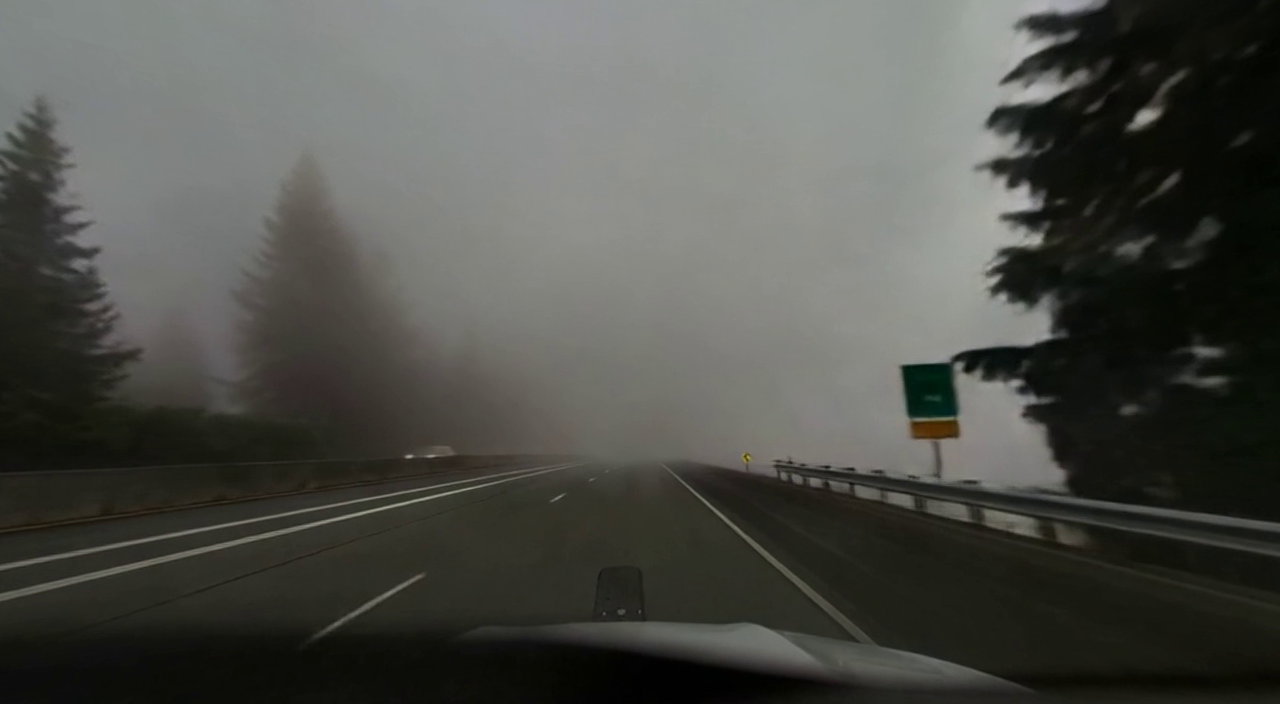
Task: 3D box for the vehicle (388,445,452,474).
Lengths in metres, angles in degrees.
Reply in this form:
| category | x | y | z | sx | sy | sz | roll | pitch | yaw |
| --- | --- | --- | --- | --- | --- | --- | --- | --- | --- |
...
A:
| category | x | y | z | sx | sy | sz | roll | pitch | yaw |
| --- | --- | --- | --- | --- | --- | --- | --- | --- | --- |
| vehicle | -13.103 | 6.431 | 37.850 | 2.080 | 1.583 | 4.614 | 0 | -9 | 1 |
